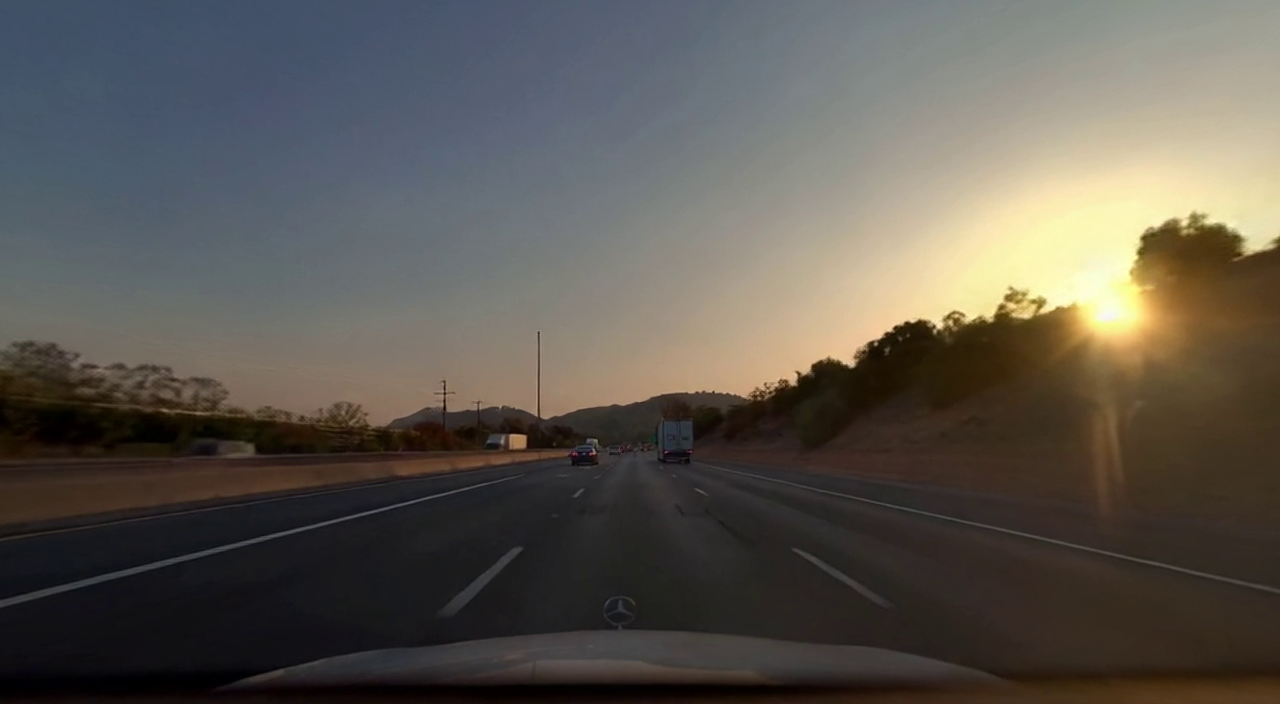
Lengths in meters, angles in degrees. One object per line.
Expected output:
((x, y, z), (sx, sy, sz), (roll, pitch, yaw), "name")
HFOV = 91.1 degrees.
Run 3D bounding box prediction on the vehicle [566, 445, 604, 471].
((-3.480, 6.794, 40.533), (2.100, 1.525, 4.179), (0, -9, -1), "vehicle")
